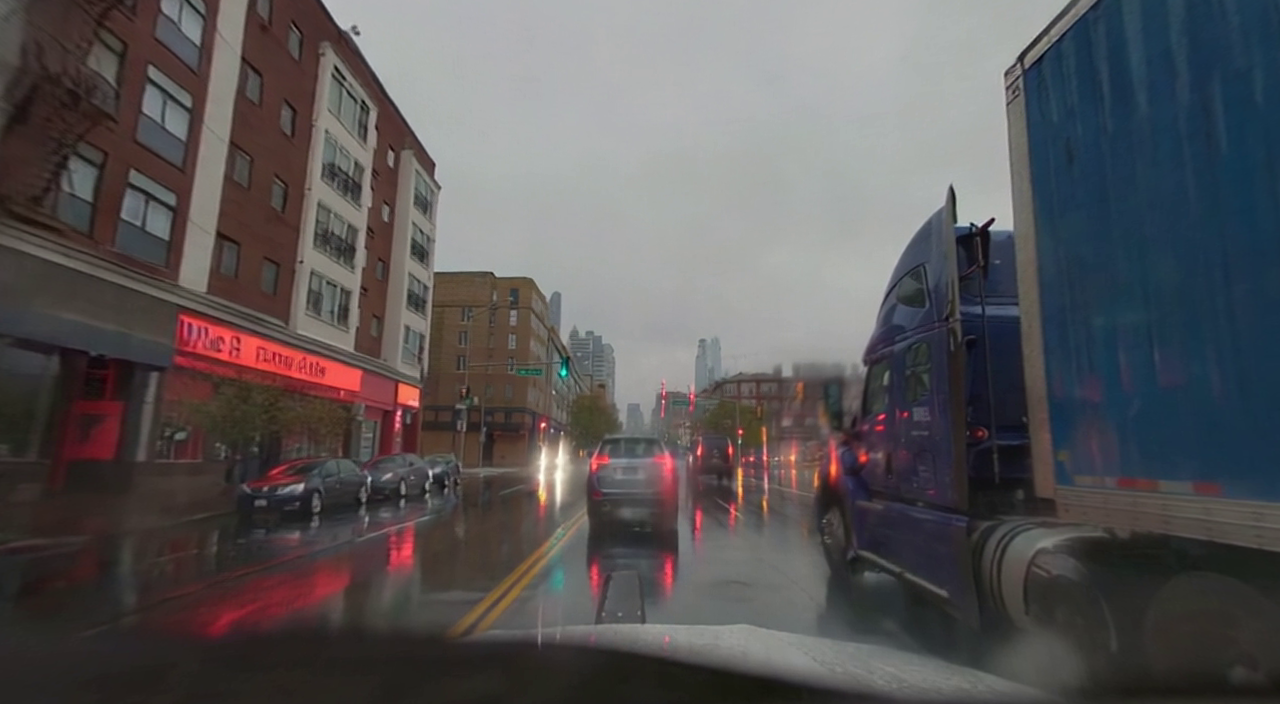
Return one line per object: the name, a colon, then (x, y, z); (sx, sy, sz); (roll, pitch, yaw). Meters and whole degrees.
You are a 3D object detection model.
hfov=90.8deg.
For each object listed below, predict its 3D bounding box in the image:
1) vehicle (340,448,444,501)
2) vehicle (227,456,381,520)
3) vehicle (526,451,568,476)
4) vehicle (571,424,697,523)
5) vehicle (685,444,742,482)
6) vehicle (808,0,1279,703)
vehicle: (-8.869, 4.366, 23.067); (2.084, 1.686, 4.422); (0, -8, -1)
vehicle: (-8.753, 3.540, 16.973); (1.805, 1.379, 4.359); (0, -8, -1)
vehicle: (-5.856, 7.069, 40.324); (1.947, 1.462, 4.640); (0, -8, 1)
vehicle: (-0.078, 2.554, 13.822); (2.283, 1.783, 4.548); (0, -8, 1)
vehicle: (3.450, 5.292, 30.491); (2.159, 1.696, 4.316); (0, -8, -1)
vehicle: (3.244, -0.180, 1.875); (2.913, 3.771, 9.716); (0, -8, 1)
